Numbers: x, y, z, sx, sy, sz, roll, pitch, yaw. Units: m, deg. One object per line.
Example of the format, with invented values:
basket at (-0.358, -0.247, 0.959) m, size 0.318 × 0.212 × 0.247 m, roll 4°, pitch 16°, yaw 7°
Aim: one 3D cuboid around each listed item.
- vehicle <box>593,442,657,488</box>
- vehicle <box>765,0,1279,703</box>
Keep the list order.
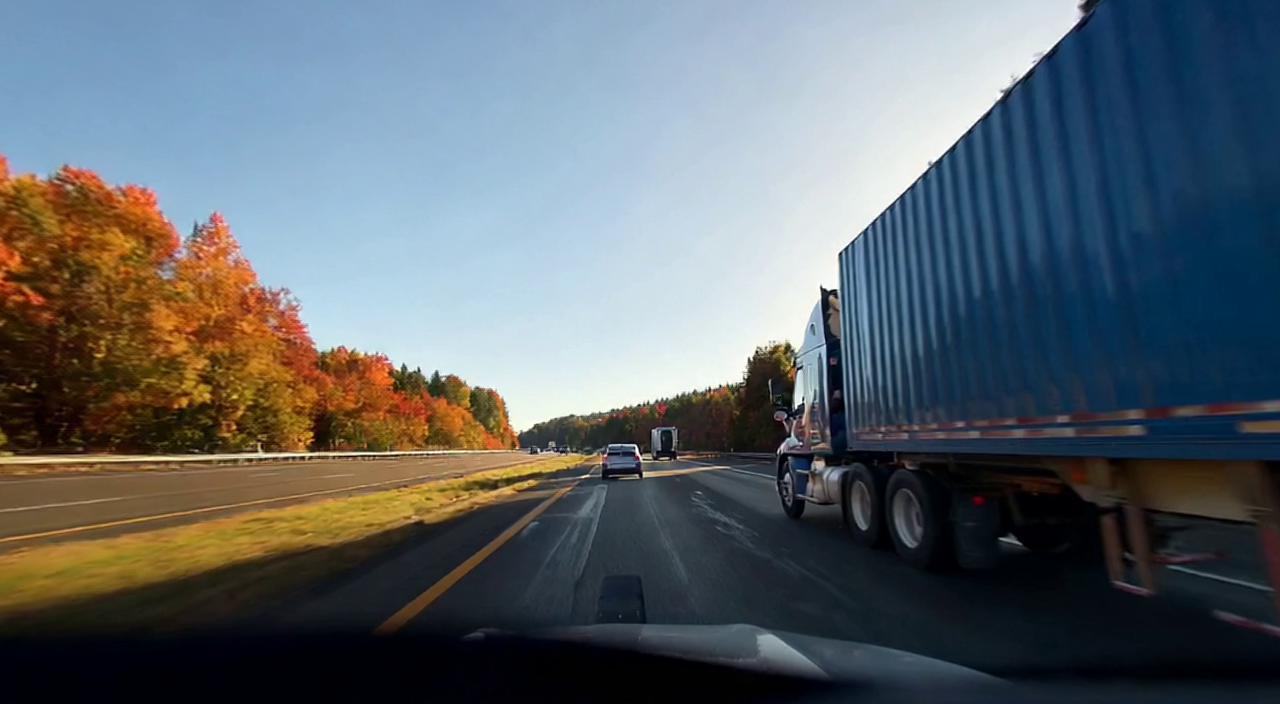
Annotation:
vehicle at (-0.523, 4.074, 22.875) m, size 2.099 × 1.506 × 4.097 m, roll 0°, pitch -9°, yaw -1°
vehicle at (3.766, -0.234, 3.541) m, size 2.907 × 4.022 × 15.028 m, roll 0°, pitch -9°, yaw 0°
